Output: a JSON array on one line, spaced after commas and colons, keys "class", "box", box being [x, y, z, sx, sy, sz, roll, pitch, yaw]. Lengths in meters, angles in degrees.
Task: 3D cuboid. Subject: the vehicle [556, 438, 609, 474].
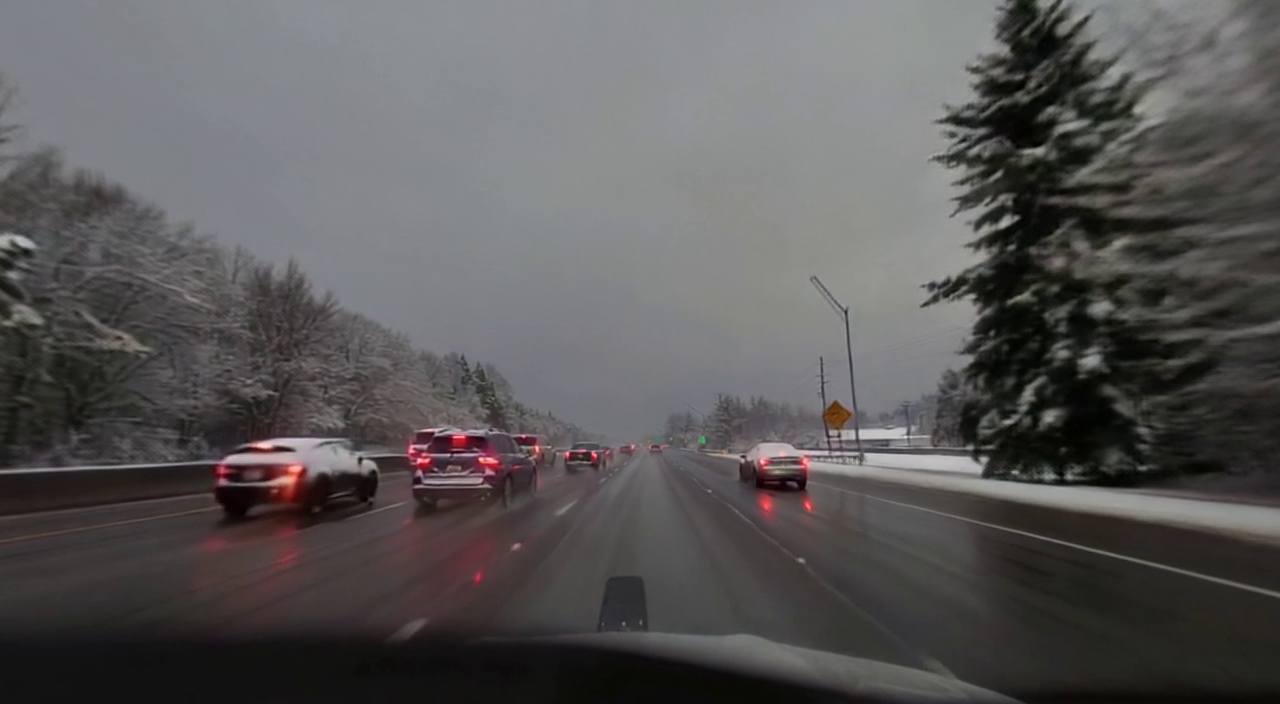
[{"class": "vehicle", "box": [-2.832, 5.263, 32.044, 2.133, 1.668, 4.505, 0, -8, 2]}]

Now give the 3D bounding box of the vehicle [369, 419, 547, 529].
[{"class": "vehicle", "box": [-3.319, 2.332, 12.641, 2.133, 1.775, 4.530, 0, -8, 1]}]

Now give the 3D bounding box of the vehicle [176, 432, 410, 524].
[{"class": "vehicle", "box": [-6.759, 2.493, 13.138, 2.049, 1.544, 4.866, 0, -8, 1]}]

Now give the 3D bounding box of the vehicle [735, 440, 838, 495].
[{"class": "vehicle", "box": [4.288, 3.441, 19.270, 2.022, 1.472, 4.678, 0, -8, 0]}]
